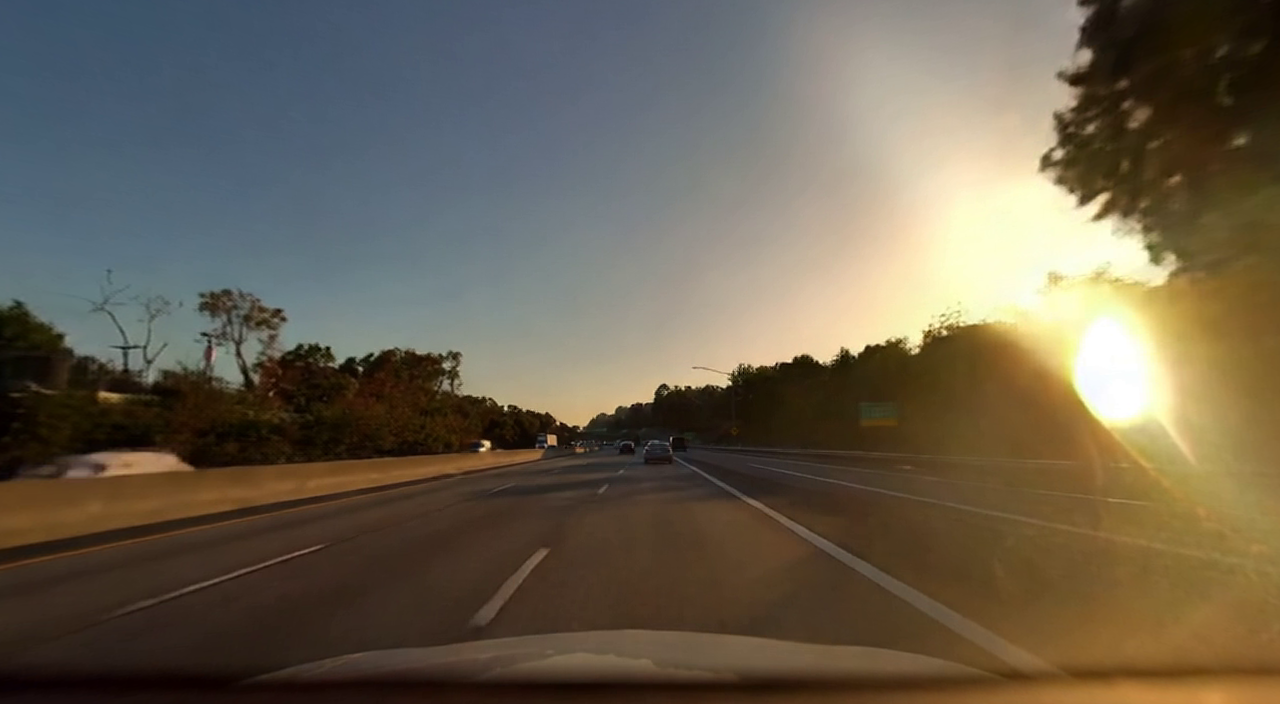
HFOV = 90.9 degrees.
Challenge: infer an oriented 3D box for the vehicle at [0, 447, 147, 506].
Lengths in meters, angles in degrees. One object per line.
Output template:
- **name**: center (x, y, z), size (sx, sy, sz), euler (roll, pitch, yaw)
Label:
- **vehicle**: center (-21.246, 4.454, 23.166), size (2.175, 1.861, 4.983), euler (0, -8, 0)

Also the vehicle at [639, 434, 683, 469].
- **vehicle**: center (1.115, 5.488, 34.921), size (2.260, 1.766, 4.348), euler (0, -8, 0)
